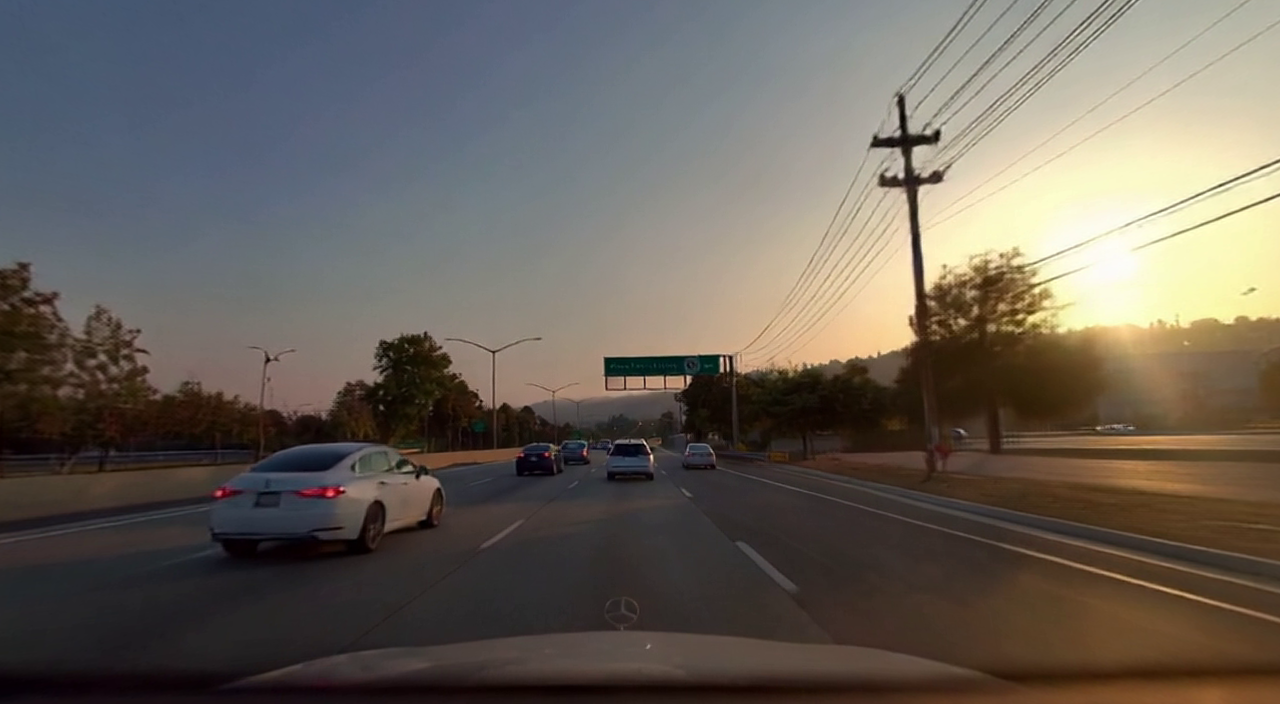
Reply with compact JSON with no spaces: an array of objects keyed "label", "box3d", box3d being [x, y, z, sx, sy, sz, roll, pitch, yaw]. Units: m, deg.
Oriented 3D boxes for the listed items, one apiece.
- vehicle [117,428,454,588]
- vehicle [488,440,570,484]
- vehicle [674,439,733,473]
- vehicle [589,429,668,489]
[{"label":"vehicle","box3d":[-3.936,1.774,8.134,1.958,1.447,4.454,0,-8,-3]},{"label":"vehicle","box3d":[-3.937,4.008,23.308,2.203,1.425,4.610,0,-8,0]},{"label":"vehicle","box3d":[2.867,4.825,29.567,2.197,1.464,4.356,0,-8,-2]},{"label":"vehicle","box3d":[-0.364,3.406,20.371,2.284,1.699,4.168,0,-8,-1]}]
